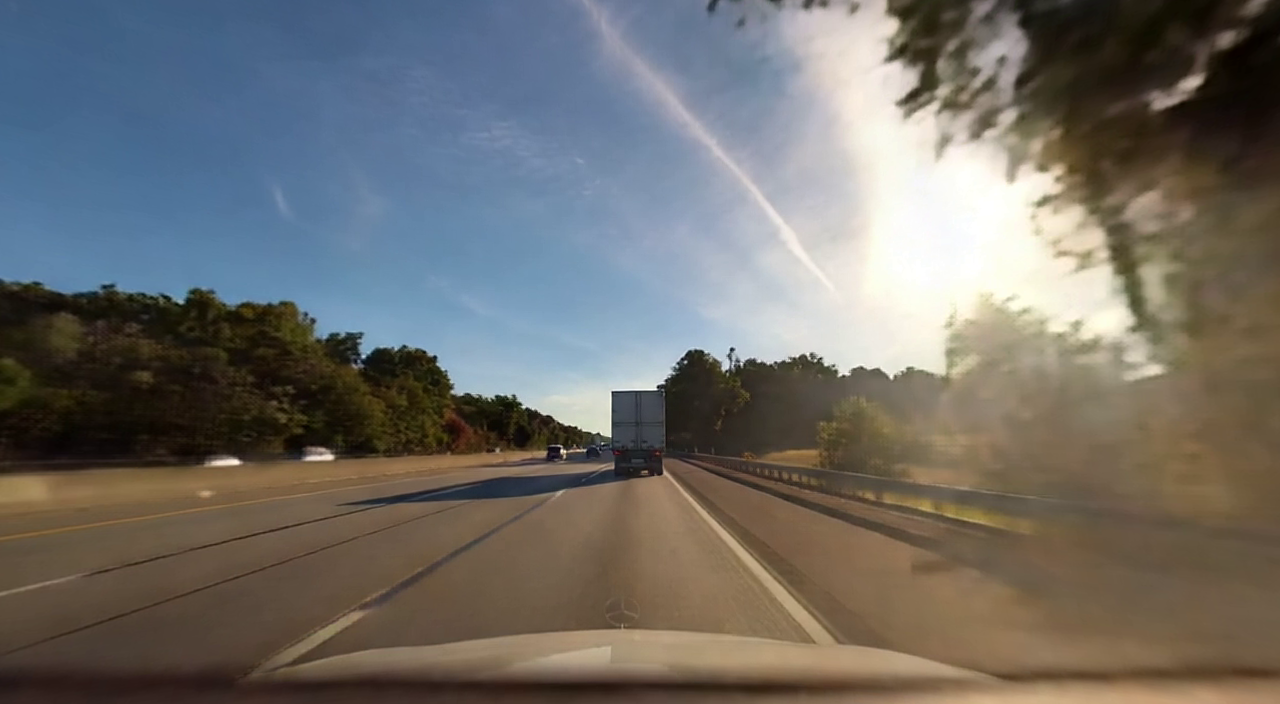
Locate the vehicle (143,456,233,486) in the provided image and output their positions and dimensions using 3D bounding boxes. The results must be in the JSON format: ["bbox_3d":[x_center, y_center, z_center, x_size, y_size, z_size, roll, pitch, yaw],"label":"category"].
[{"bbox_3d":[-26.002,6.826,36.435,1.868,1.561,4.500,0,-9,0],"label":"vehicle"}]

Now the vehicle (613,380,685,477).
[{"bbox_3d":[0.285,4.091,32.483,3.052,4.132,11.336,0,-9,-1],"label":"vehicle"}]

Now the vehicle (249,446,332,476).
[{"bbox_3d":[-21.716,6.785,39.451,2.091,1.723,5.323,0,-9,0],"label":"vehicle"}]
